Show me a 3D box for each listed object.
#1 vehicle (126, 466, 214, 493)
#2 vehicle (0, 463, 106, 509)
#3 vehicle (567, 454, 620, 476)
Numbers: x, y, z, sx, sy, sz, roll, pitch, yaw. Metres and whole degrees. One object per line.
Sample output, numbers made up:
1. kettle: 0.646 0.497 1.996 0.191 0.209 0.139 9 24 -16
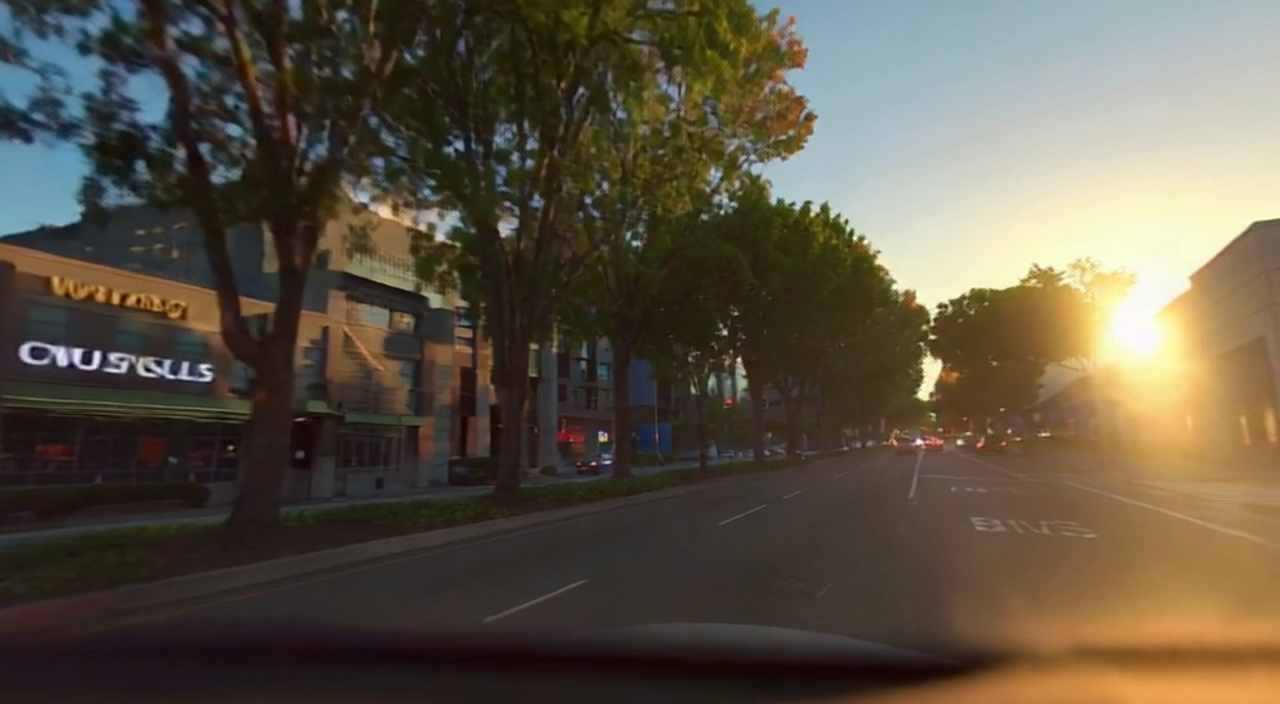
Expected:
1. vehicle: -30.243 8.196 40.817 1.689 1.534 4.158 -9 -13 25
2. vehicle: -24.082 5.414 25.505 3.994 1.471 1.956 -2 -16 22
3. vehicle: -3.335 8.235 46.256 1.840 1.440 4.442 -7 -11 25
